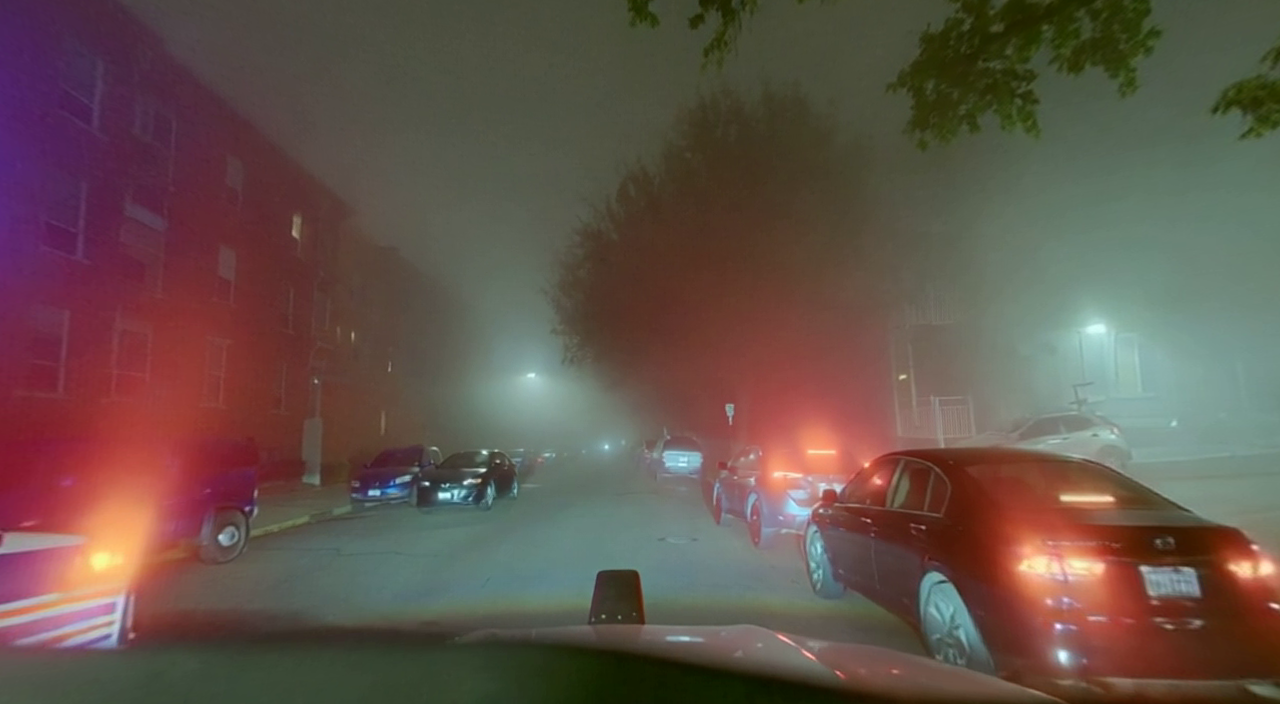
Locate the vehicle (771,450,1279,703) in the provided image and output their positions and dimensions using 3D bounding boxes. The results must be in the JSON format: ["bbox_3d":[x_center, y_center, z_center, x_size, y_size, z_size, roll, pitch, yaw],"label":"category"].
[{"bbox_3d":[2.349,1.390,4.481,1.720,1.333,4.233,0,-8,-3],"label":"vehicle"}]

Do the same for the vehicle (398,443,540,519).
[{"bbox_3d":[-3.781,2.909,14.880,1.966,1.515,4.394,0,-8,2],"label":"vehicle"}]

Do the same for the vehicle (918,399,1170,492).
[{"bbox_3d":[9.216,2.198,14.724,4.416,1.784,1.929,-3,-10,-2],"label":"vehicle"}]

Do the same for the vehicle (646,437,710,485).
[{"bbox_3d":[1.346,4.079,23.952,1.878,1.664,4.033,1,-8,-4],"label":"vehicle"}]

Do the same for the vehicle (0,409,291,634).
[{"bbox_3d":[-6.647,1.763,7.134,2.308,1.877,6.060,-4,-8,-3],"label":"vehicle"}]

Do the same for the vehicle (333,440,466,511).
[{"bbox_3d":[-7.127,3.671,19.464,2.215,1.841,5.172,0,-8,-2],"label":"vehicle"}]
